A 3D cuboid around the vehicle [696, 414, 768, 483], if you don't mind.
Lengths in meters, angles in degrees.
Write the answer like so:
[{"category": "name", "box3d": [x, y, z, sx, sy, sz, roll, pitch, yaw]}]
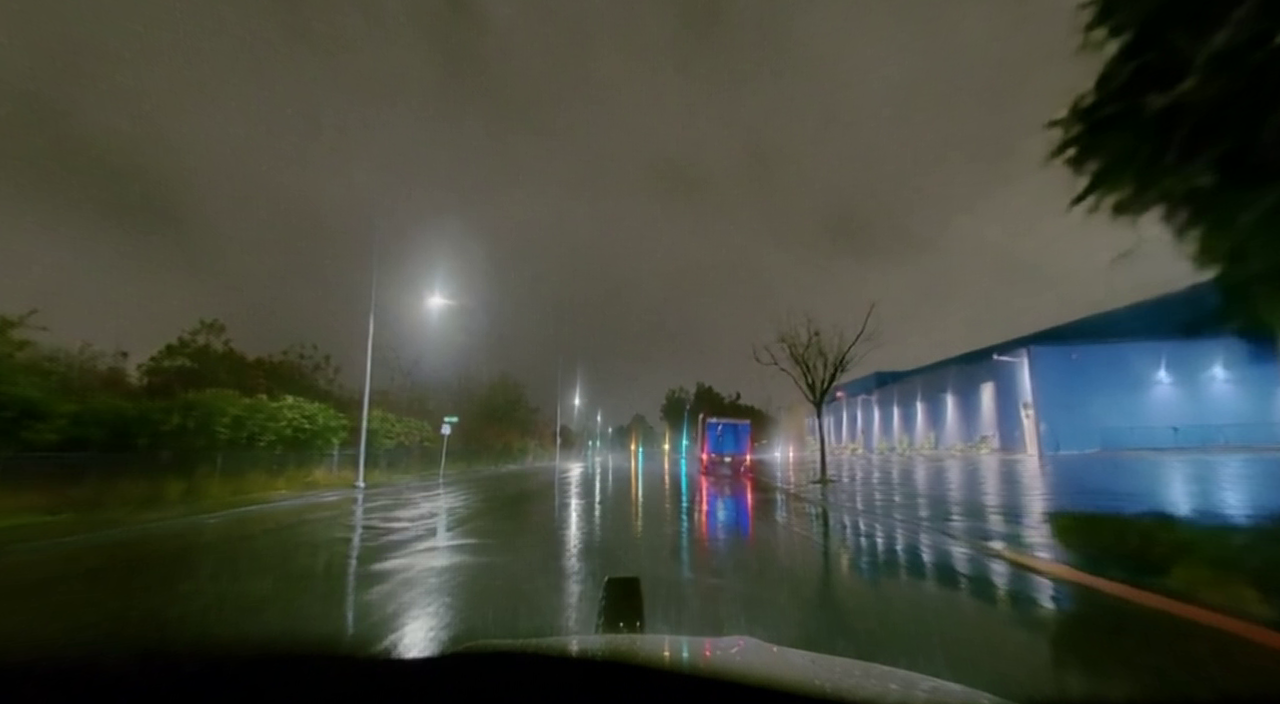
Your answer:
[{"category": "vehicle", "box3d": [4.804, 5.227, 34.250, 3.019, 3.303, 6.252, 1, -9, 0]}]
